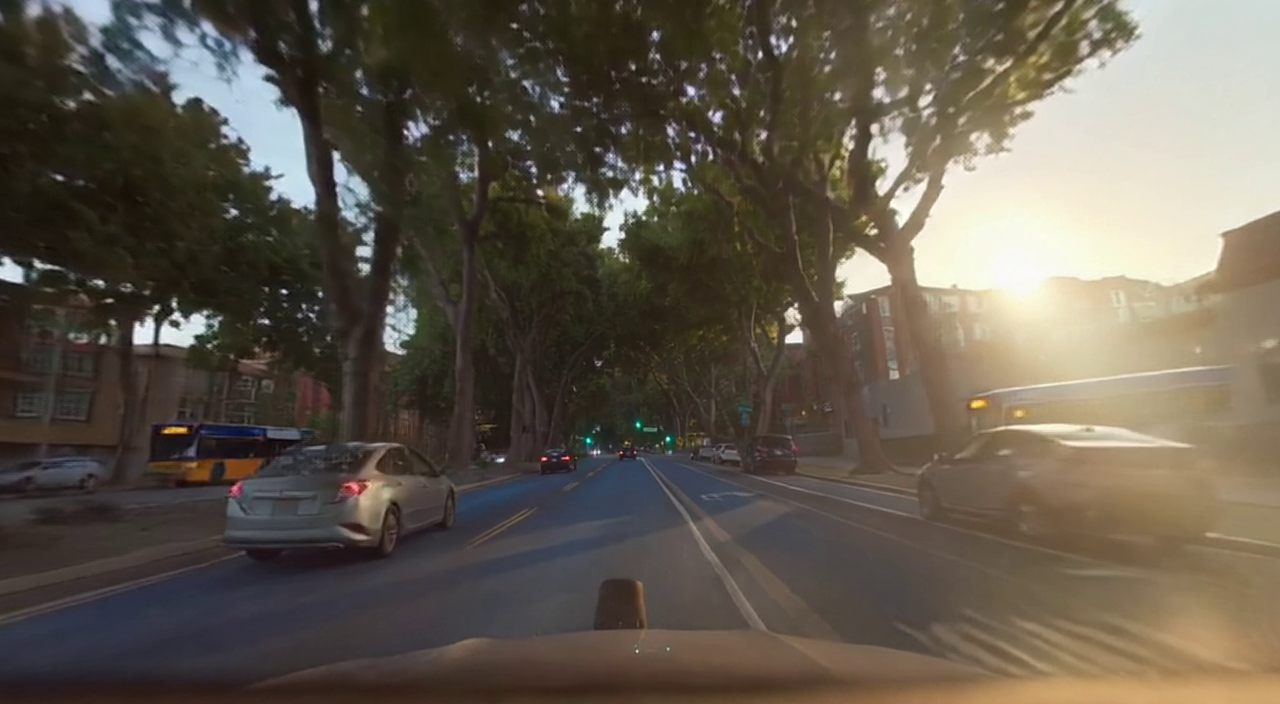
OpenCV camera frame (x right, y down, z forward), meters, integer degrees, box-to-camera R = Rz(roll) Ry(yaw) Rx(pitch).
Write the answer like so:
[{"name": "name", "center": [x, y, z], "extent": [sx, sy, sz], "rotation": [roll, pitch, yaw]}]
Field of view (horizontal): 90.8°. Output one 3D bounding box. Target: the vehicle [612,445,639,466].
[{"name": "vehicle", "center": [-1.088, 7.981, 48.986], "extent": [1.999, 1.520, 3.896], "rotation": [0, -9, -1]}]

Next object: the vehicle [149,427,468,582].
[{"name": "vehicle", "center": [-3.960, 1.872, 8.650], "extent": [1.995, 1.524, 4.438], "rotation": [0, -9, -1]}]

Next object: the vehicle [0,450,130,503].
[{"name": "vehicle", "center": [-22.587, 4.632, 24.059], "extent": [1.998, 1.770, 5.202], "rotation": [0, -9, -1]}]

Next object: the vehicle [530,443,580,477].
[{"name": "vehicle", "center": [-4.200, 5.396, 31.799], "extent": [1.934, 1.522, 4.287], "rotation": [-1, -9, 0]}]

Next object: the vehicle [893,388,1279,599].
[{"name": "vehicle", "center": [5.935, 1.673, 8.598], "extent": [2.390, 1.816, 6.050], "rotation": [0, -9, -1]}]

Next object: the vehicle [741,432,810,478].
[{"name": "vehicle", "center": [5.899, 4.535, 28.049], "extent": [1.945, 1.829, 4.305], "rotation": [0, -9, -2]}]
